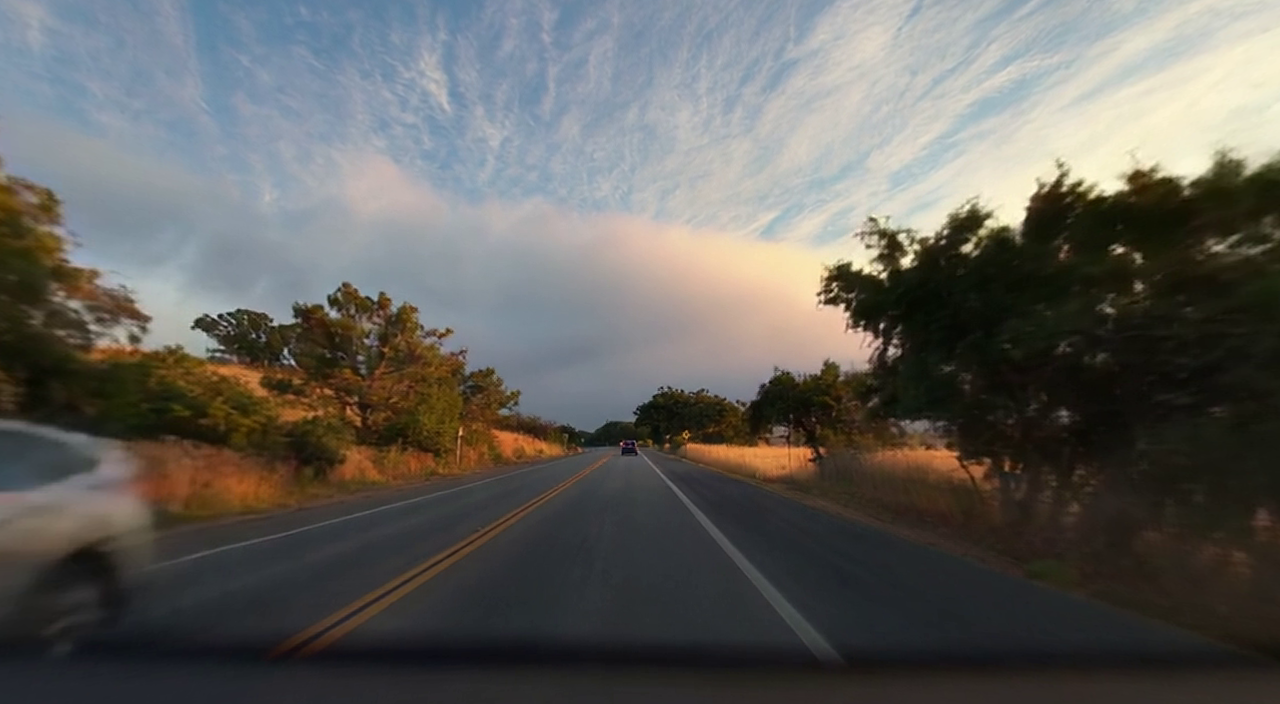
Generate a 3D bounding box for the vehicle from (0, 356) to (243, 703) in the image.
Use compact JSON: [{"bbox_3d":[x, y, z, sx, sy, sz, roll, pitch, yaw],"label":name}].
[{"bbox_3d":[-4.501,0.878,2.615,2.695,1.840,4.689,0,-9,-1],"label":"vehicle"}]
